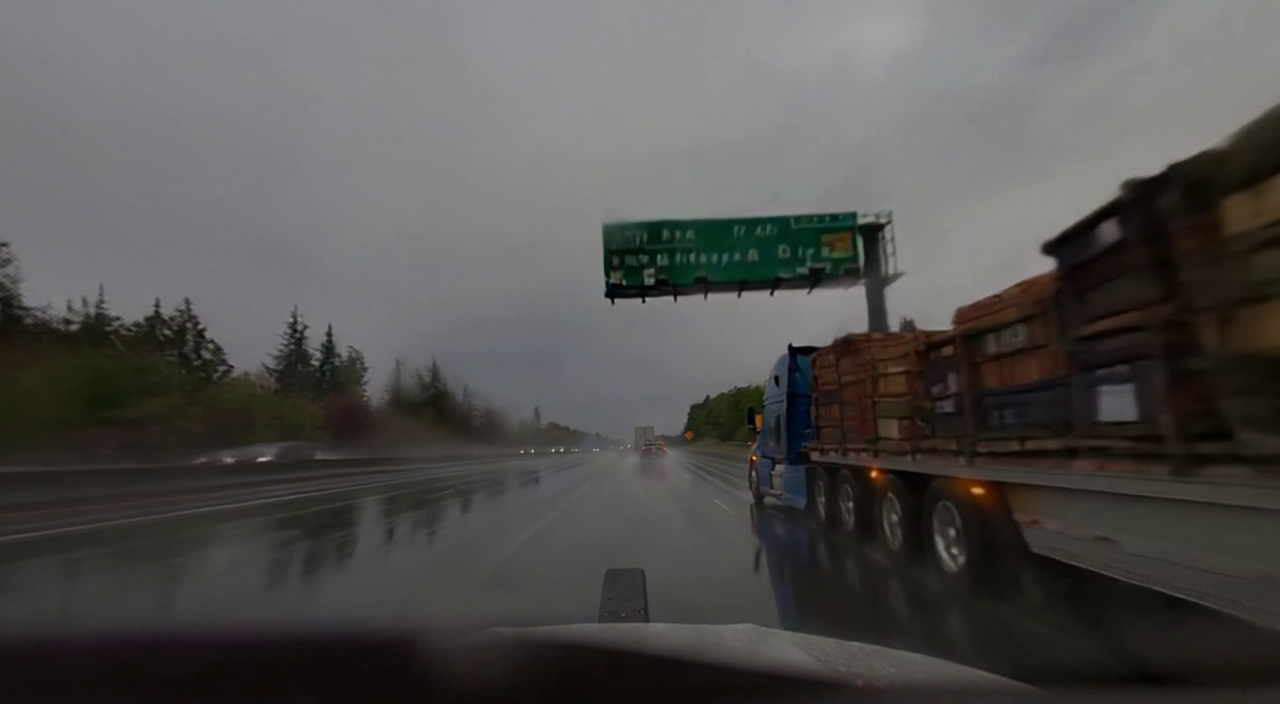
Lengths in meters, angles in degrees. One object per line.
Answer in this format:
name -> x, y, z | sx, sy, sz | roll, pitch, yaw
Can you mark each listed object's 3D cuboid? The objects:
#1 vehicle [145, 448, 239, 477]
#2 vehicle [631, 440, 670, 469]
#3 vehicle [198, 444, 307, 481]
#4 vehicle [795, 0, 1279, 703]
vehicle -> -25.059, 6.175, 35.507 | 1.890, 1.515, 4.485 | 0, -8, 1
vehicle -> 0.562, 5.725, 35.354 | 2.042, 1.528, 4.300 | 0, -8, 0
vehicle -> -17.149, 4.887, 28.262 | 1.867, 1.475, 4.682 | 0, -8, 1
vehicle -> 4.112, 0.010, 1.781 | 2.917, 3.179, 18.723 | 0, -8, 1
